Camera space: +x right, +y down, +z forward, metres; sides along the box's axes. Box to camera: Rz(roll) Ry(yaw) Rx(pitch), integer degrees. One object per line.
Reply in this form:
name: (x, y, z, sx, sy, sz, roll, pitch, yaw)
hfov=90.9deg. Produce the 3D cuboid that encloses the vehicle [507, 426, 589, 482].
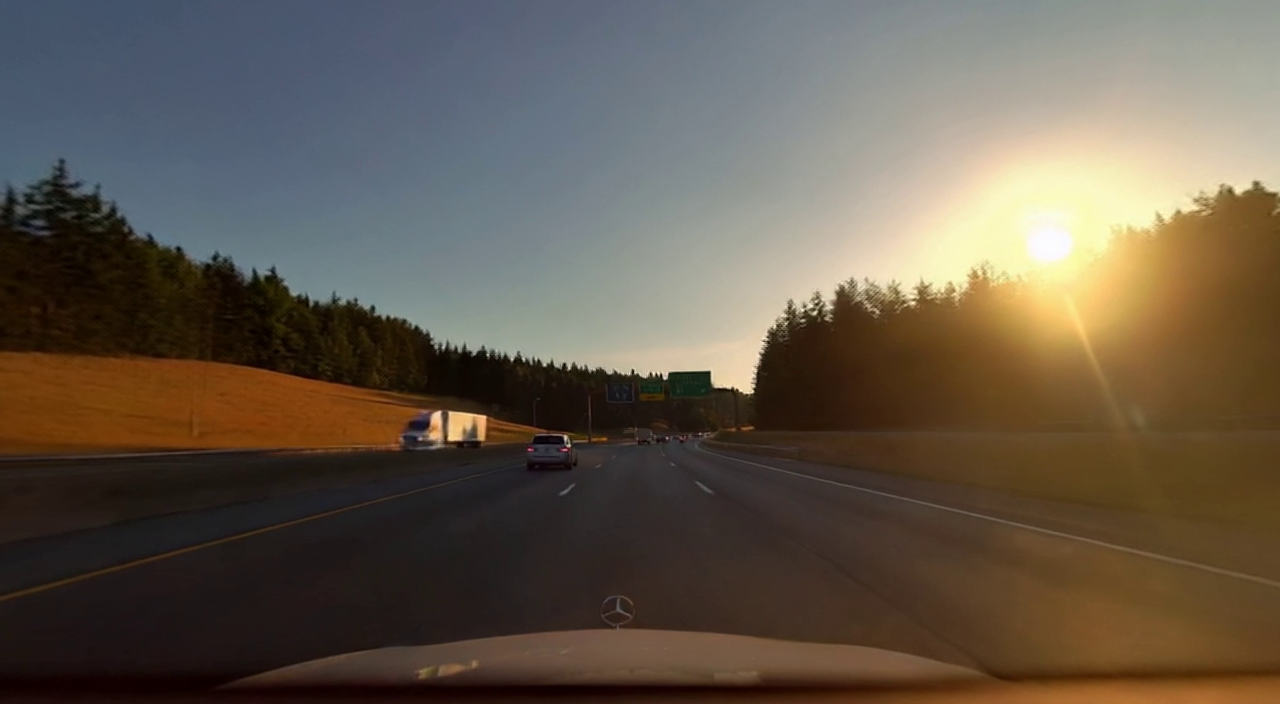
vehicle: (-2.939, 3.346, 20.987, 2.084, 1.654, 4.080, 0, -8, 0)

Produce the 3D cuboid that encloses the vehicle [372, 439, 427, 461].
vehicle: (-16.704, 6.807, 43.989, 1.960, 1.444, 4.553, 0, -8, 1)
